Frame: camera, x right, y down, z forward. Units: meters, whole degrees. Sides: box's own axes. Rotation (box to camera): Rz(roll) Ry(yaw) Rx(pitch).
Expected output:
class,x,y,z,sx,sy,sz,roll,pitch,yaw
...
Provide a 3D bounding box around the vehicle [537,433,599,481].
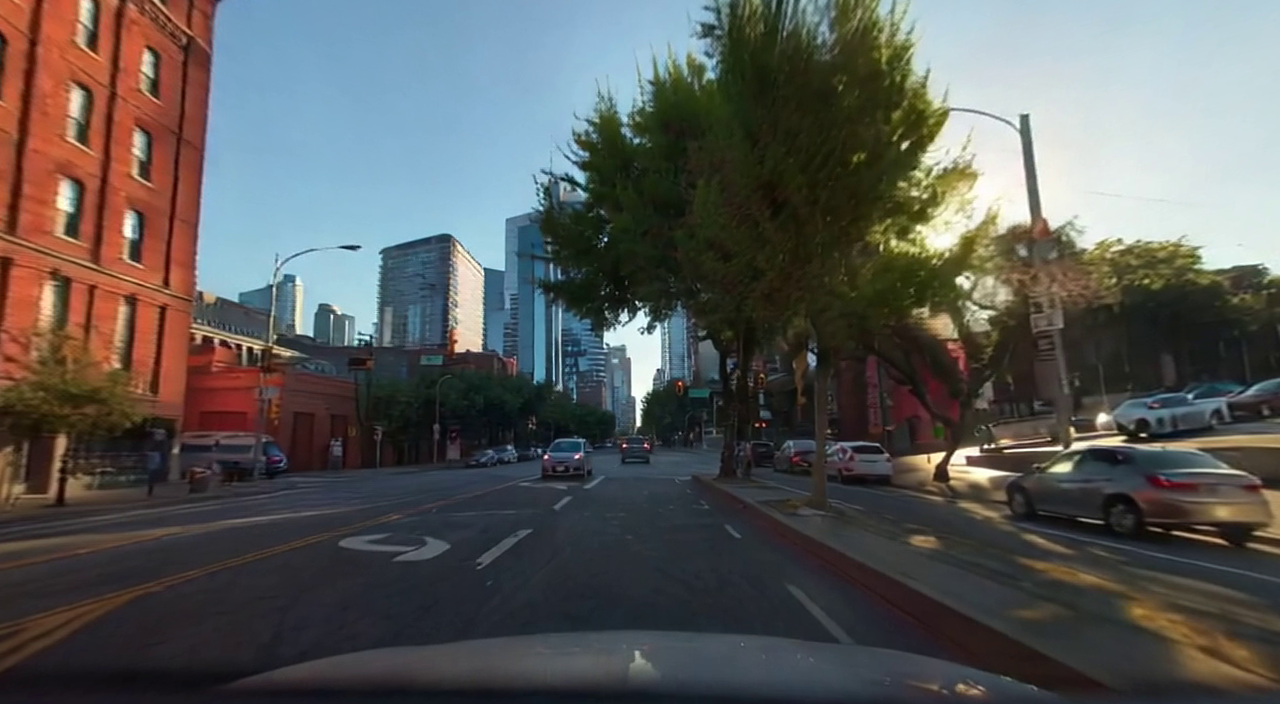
class,x,y,z,sx,sy,sz,roll,pitch,yaw
vehicle,-2.876,4.335,26.281,2.297,1.812,4.244,0,-9,-3

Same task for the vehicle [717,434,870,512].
class,x,y,z,sx,sy,sz,roll,pitch,yaw
vehicle,3.284,2.717,14.777,2.238,1.499,4.964,0,-9,-1

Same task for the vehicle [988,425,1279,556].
class,x,y,z,sx,sy,sz,roll,pitch,yaw
vehicle,8.107,2.083,10.458,1.963,1.649,4.562,0,-7,-2

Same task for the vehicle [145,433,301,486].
class,x,y,z,sx,sy,sz,roll,pitch,yaw
vehicle,-23.373,6.029,35.681,6.679,2.794,2.850,0,-9,1

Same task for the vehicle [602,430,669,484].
class,x,y,z,sx,sy,sz,roll,pitch,yaw
vehicle,-0.175,4.016,24.391,2.329,1.842,4.537,0,-8,0

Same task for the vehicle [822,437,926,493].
class,x,y,z,sx,sy,sz,roll,pitch,yaw
vehicle,8.105,3.905,22.376,1.959,1.719,4.538,0,-7,0
